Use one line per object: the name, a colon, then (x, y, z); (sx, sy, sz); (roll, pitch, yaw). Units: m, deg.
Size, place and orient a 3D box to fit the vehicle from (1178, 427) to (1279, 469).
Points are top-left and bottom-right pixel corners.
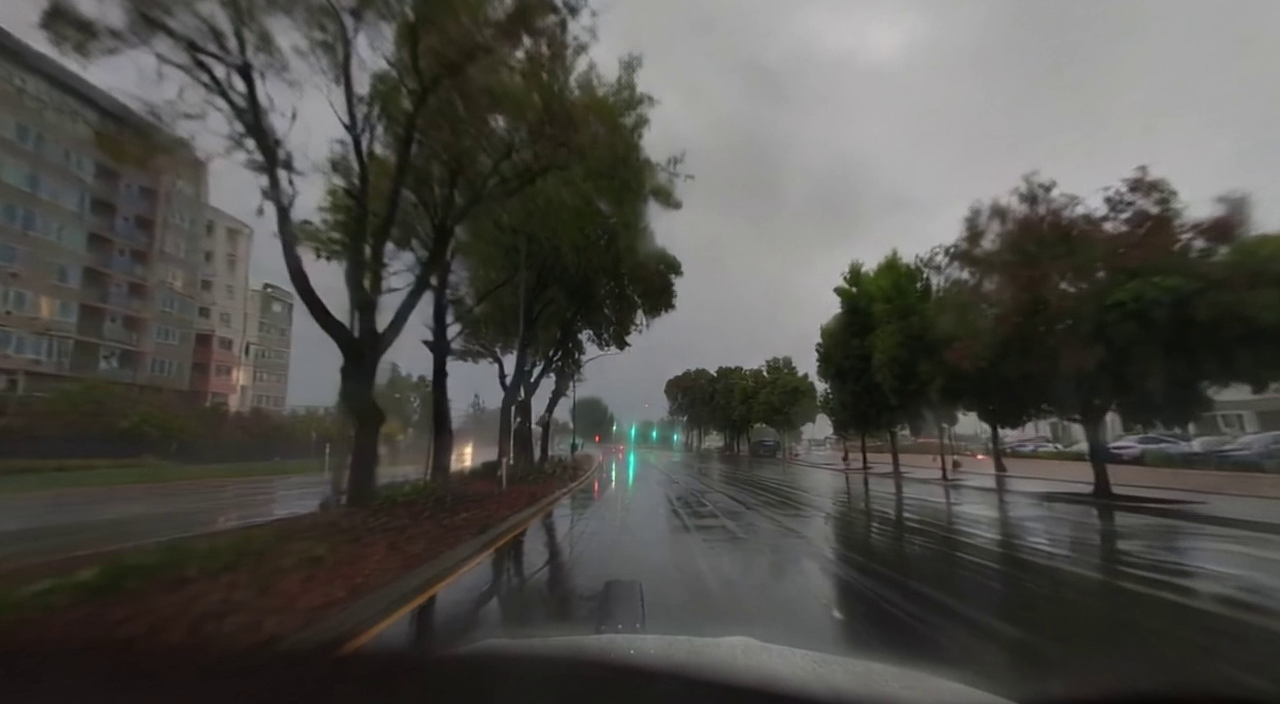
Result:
vehicle: (21.915, 3.306, 21.905); (4.378, 1.380, 2.099); (-2, -7, 8)
